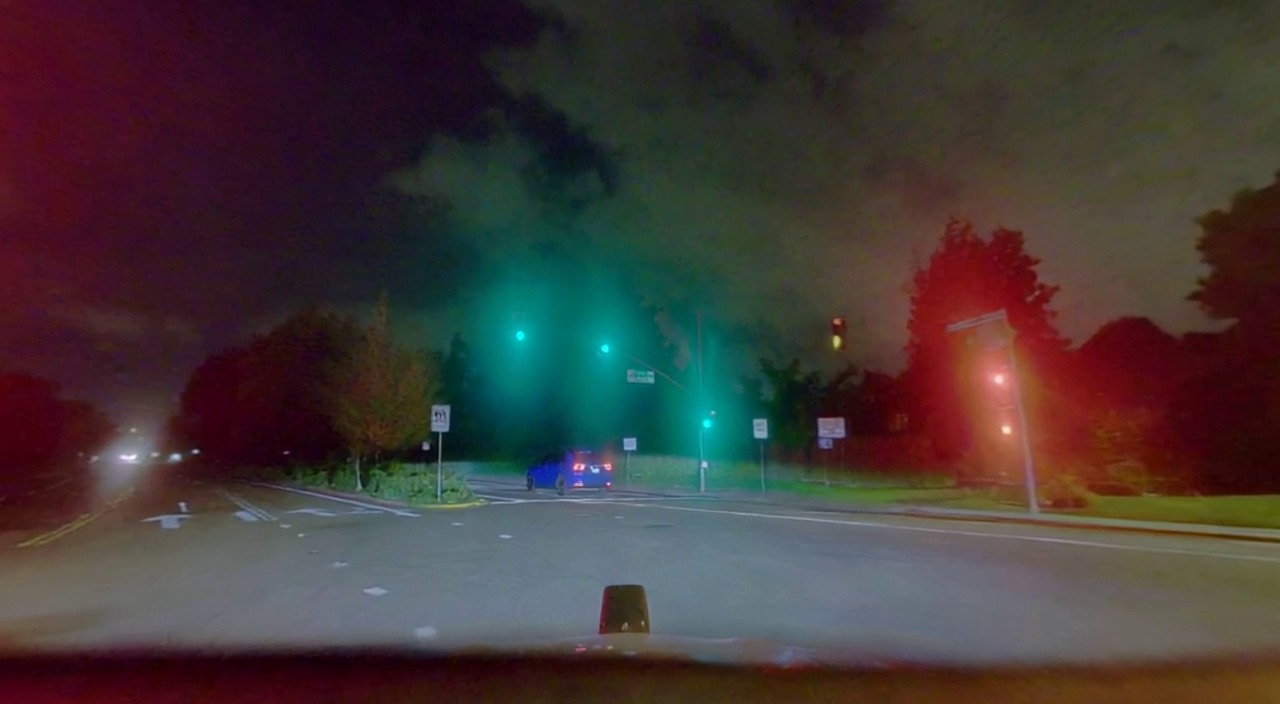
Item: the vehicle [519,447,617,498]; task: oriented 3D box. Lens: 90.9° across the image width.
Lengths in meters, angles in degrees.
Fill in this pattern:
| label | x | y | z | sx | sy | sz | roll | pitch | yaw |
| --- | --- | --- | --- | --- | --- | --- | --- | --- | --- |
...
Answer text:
| label | x | y | z | sx | sy | sz | roll | pitch | yaw |
| --- | --- | --- | --- | --- | --- | --- | --- | --- | --- |
| vehicle | -3.060 | 4.809 | 25.698 | 2.284 | 1.788 | 4.871 | 4 | -10 | -28 |
